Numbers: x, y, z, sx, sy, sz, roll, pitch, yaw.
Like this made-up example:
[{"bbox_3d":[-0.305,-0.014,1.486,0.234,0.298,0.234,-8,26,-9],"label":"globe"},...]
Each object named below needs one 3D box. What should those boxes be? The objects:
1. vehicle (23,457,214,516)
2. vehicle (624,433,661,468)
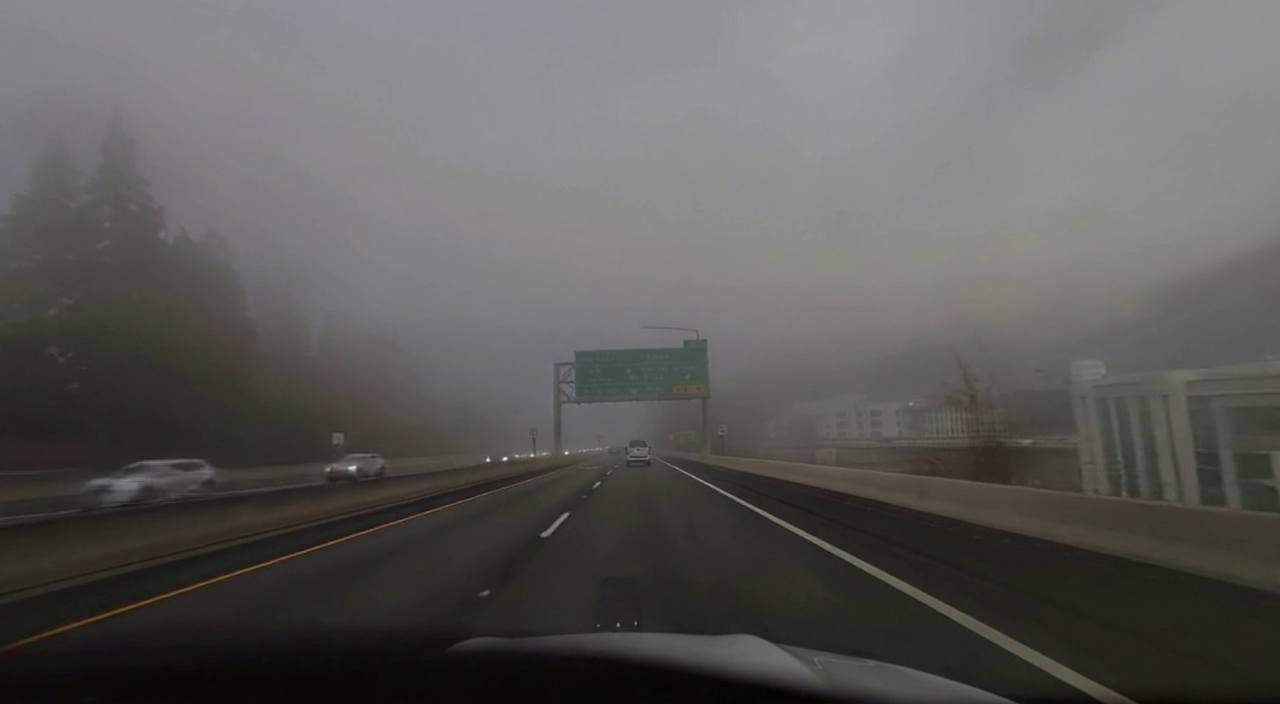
[{"bbox_3d":[-16.055,4.106,19.731,1.909,1.525,4.800,0,-9,-1],"label":"vehicle"},{"bbox_3d":[0.206,6.432,40.972,2.268,2.122,4.595,-1,-9,1],"label":"vehicle"}]
